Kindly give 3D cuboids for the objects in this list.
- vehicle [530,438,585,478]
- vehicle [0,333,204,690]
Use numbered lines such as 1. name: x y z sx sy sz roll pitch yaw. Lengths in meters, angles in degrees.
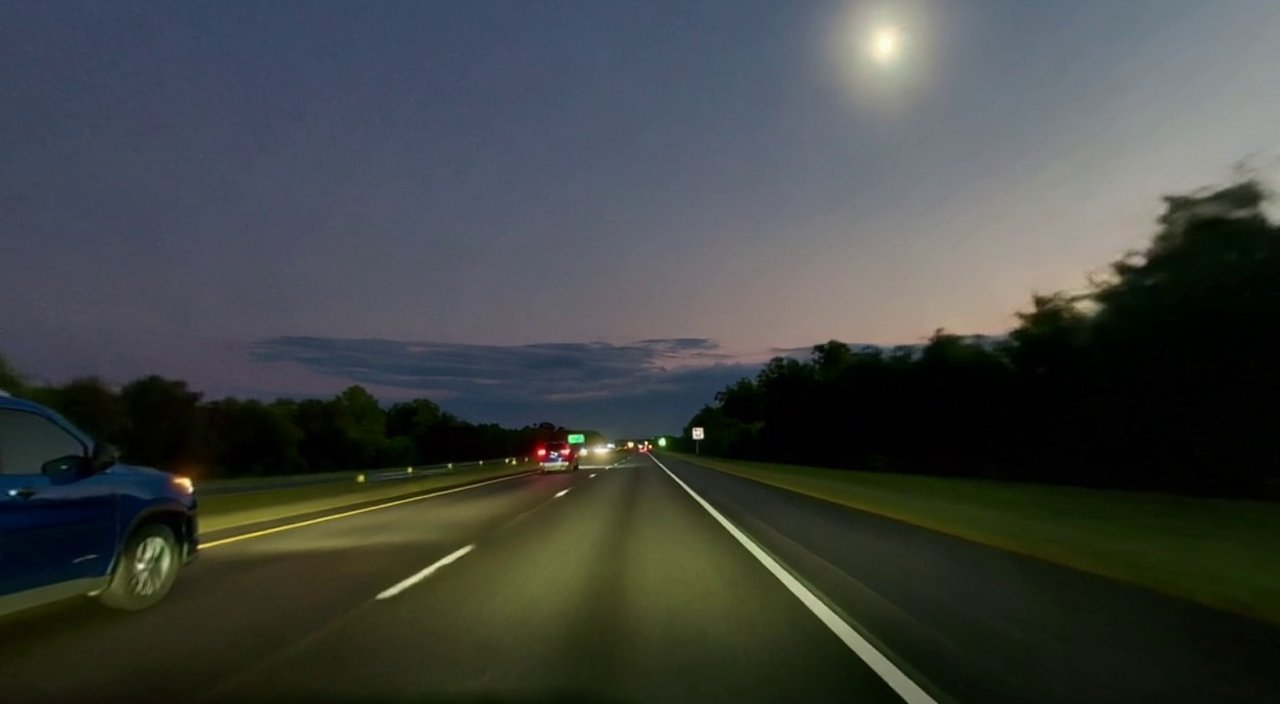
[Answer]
1. vehicle: -4.008 5.205 31.222 2.056 1.811 4.202 0 -9 1
2. vehicle: -4.575 0.752 2.632 2.102 1.941 4.703 0 -9 0
